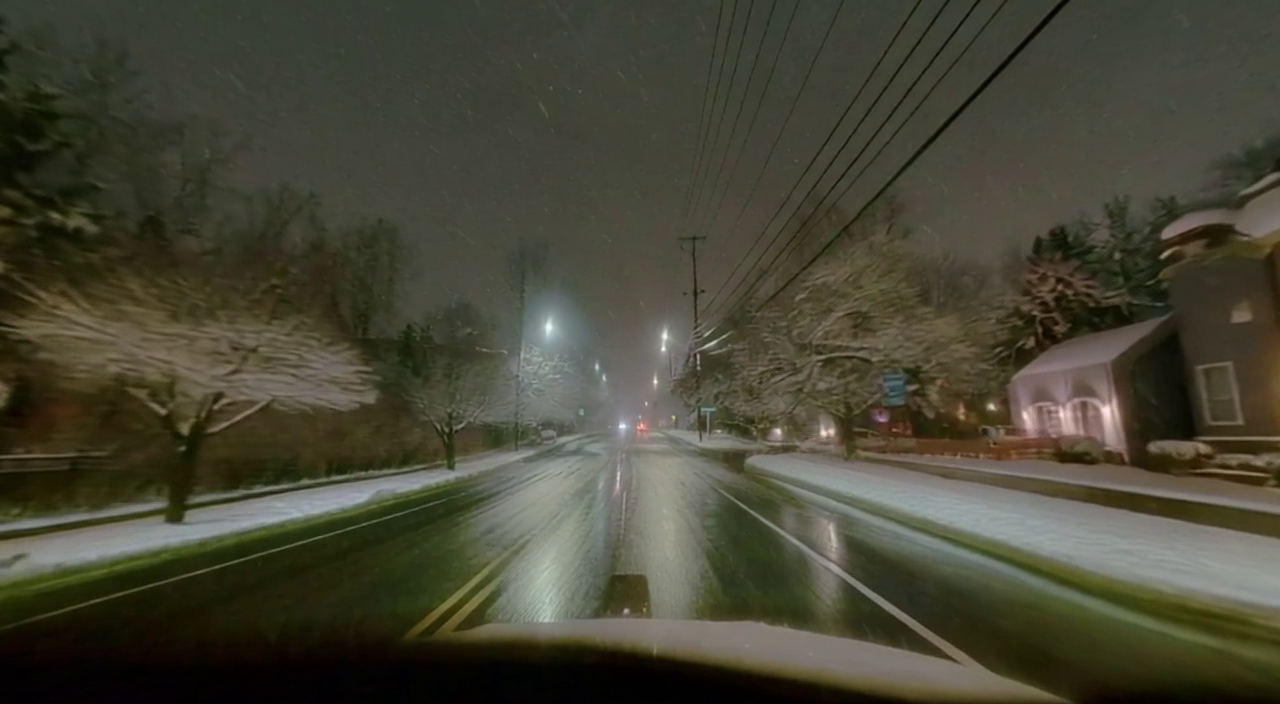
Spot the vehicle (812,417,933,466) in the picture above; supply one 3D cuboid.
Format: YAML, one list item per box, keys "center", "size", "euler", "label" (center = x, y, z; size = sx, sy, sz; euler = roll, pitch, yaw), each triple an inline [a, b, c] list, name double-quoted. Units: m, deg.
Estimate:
- center: [10.582, 4.159, 28.767]
  size: [4.707, 1.794, 2.303]
  euler: [-9, -14, 29]
  label: "vehicle"

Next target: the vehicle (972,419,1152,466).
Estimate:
- center: [15.044, 3.318, 22.923]
  size: [5.046, 1.548, 2.174]
  euler: [-4, -9, 24]
  label: "vehicle"
